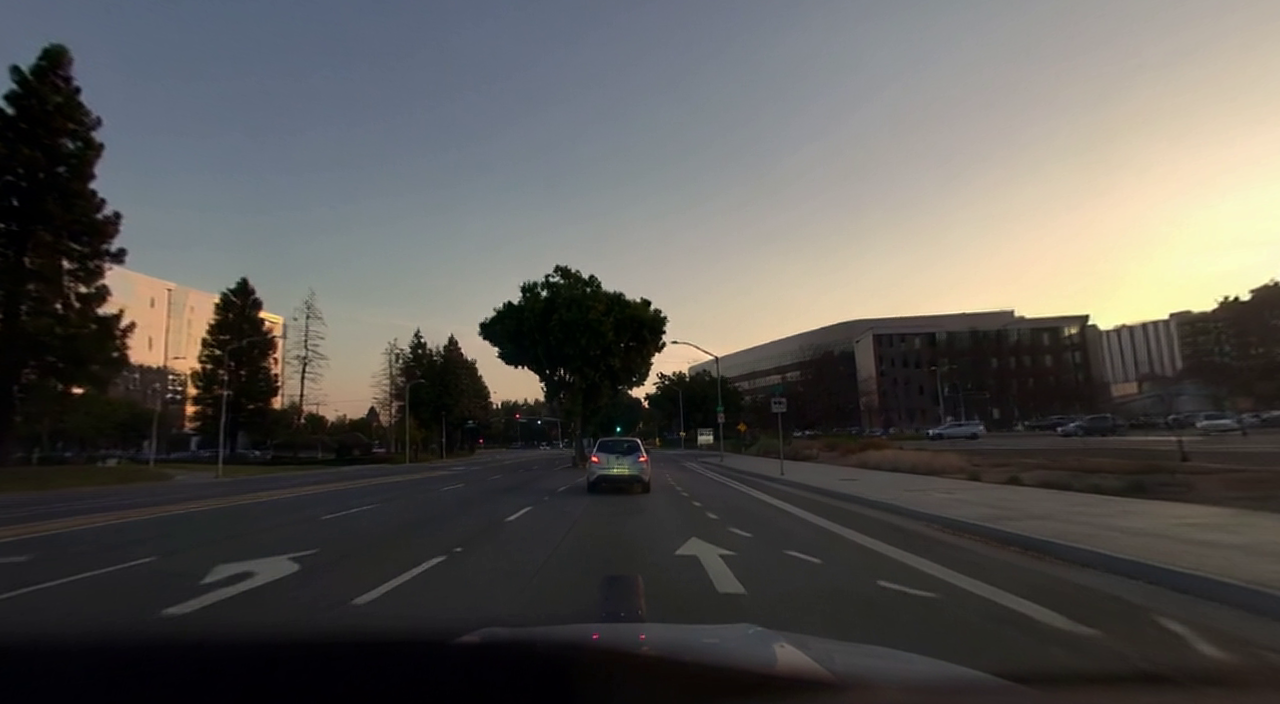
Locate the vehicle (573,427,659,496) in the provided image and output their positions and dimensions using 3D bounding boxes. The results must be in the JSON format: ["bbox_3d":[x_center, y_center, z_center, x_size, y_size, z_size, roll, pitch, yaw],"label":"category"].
[{"bbox_3d":[-0.596,3.028,17.807,2.130,1.711,4.038,0,-8,0],"label":"vehicle"}]
